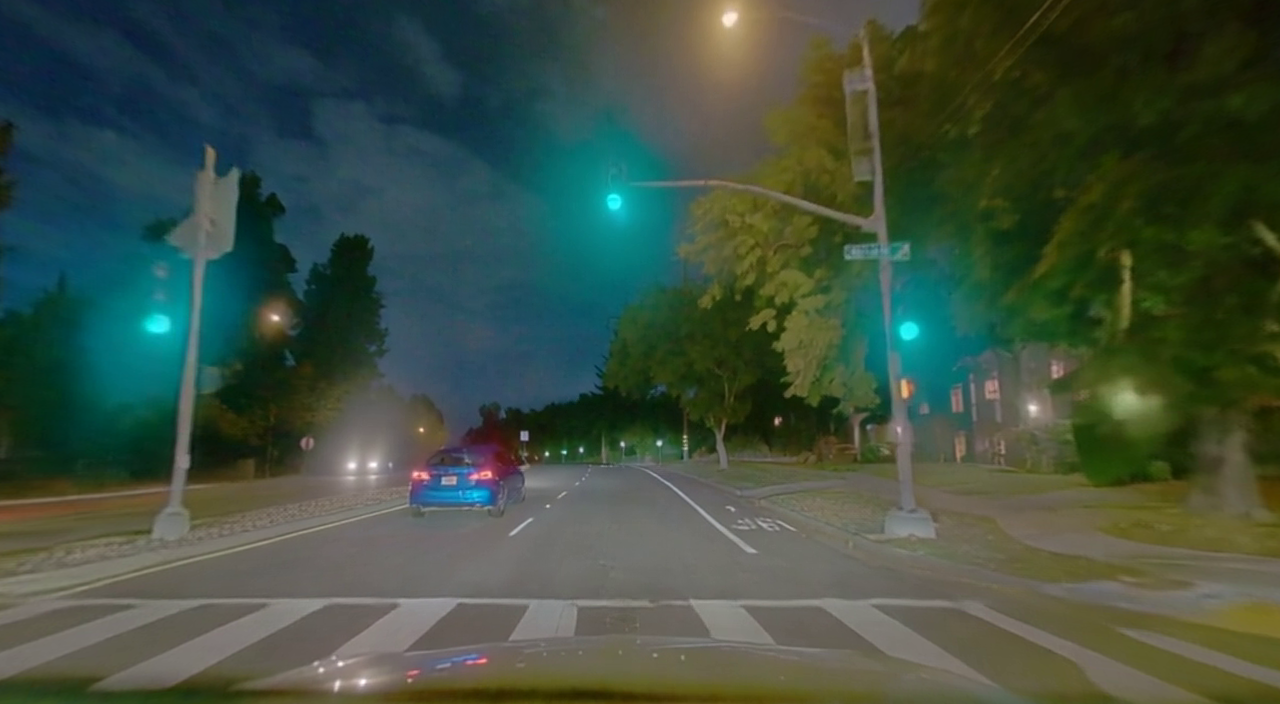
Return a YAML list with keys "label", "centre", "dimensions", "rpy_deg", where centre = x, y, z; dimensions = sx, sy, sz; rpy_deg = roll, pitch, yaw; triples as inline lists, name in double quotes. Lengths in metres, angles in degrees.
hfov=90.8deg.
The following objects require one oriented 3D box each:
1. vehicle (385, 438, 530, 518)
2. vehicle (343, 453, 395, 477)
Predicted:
- label: "vehicle"
  centre: [-3.903, 2.763, 14.428]
  dimensions: [1.980, 1.508, 4.502]
  rpy_deg: [0, -8, 0]
- label: "vehicle"
  centre: [-18.824, 7.851, 44.069]
  dimensions: [1.874, 1.494, 4.395]
  rpy_deg: [0, -8, -3]
